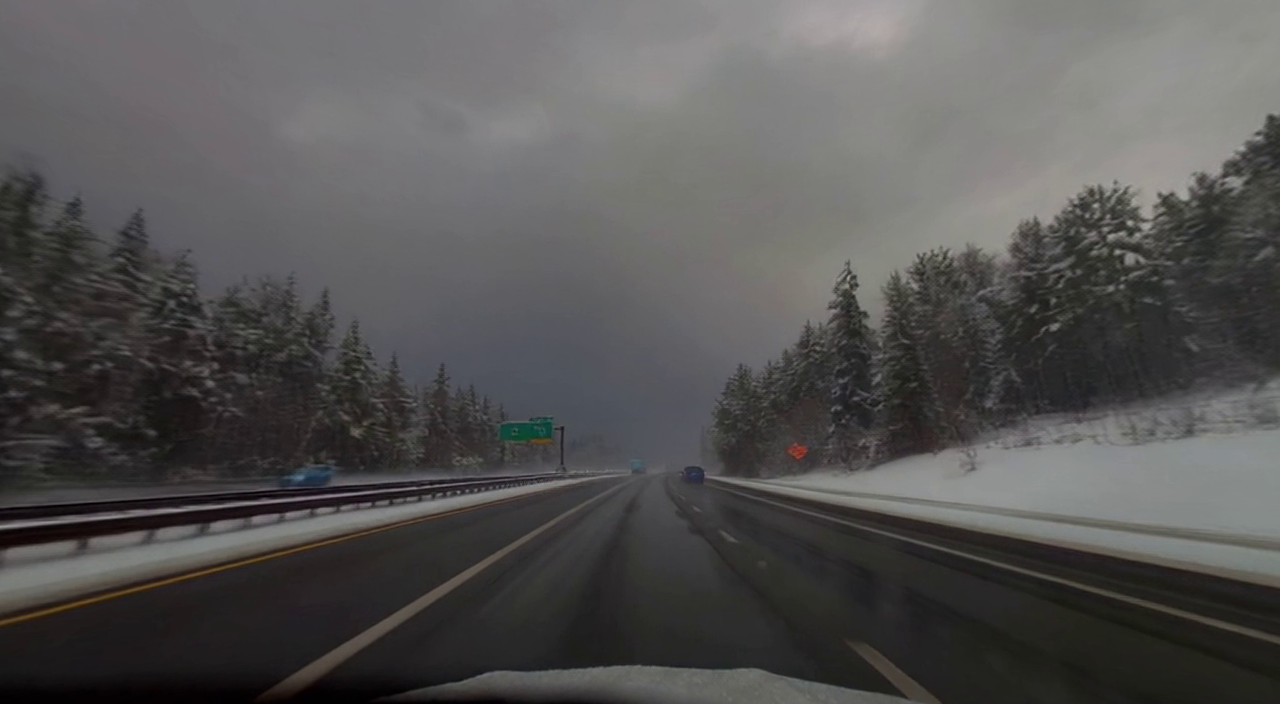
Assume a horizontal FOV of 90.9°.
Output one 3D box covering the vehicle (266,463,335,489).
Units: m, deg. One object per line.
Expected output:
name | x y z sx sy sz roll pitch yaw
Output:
vehicle | -20.572 7.533 38.396 1.743 1.430 4.086 0 -11 2
